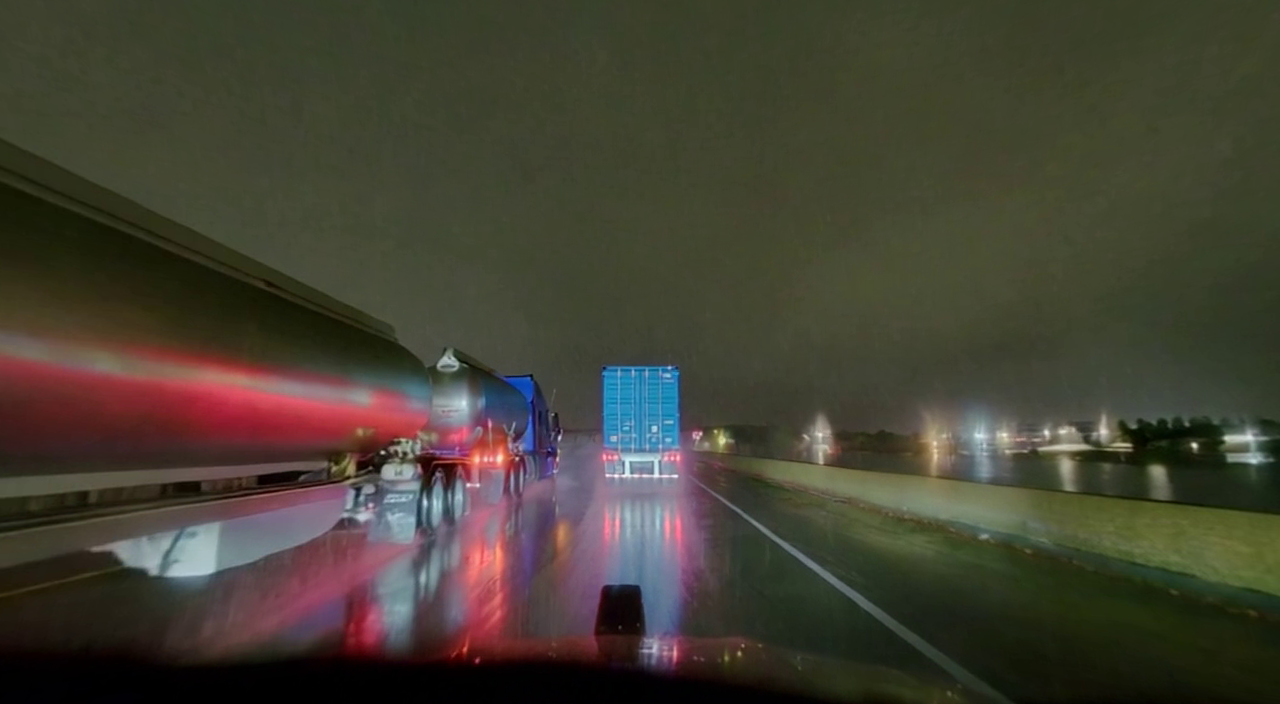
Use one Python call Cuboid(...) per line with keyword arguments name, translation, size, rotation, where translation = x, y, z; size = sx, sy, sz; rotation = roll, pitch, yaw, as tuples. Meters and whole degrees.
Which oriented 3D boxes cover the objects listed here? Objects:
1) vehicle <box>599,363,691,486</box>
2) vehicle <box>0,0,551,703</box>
Cuboid(name="vehicle", translation=(0.208, 3.195, 26.162), size=(2.942, 4.003, 11.297), rotation=(0, -9, 0))
Cuboid(name="vehicle", translation=(-4.057, 0.692, 7.758), size=(3.267, 3.655, 17.154), rotation=(0, -8, 1))
